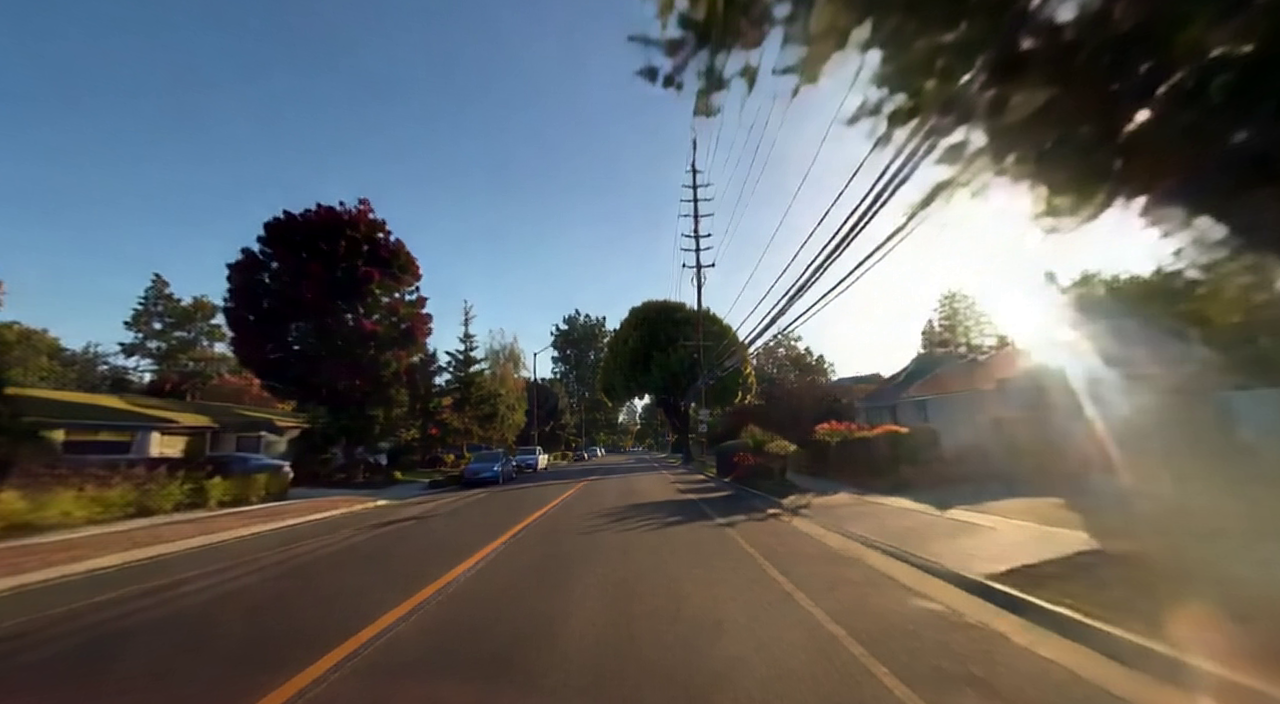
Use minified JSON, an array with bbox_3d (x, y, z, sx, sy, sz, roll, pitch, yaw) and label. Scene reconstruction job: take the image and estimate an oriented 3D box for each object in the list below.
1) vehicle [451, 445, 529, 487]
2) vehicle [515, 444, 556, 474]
[{"bbox_3d":[-6.606,5.080,28.373,2.129,1.556,4.778,-4,-9,2],"label":"vehicle"},{"bbox_3d":[-6.811,6.975,41.387,1.923,1.687,4.511,-4,-8,-1],"label":"vehicle"}]
